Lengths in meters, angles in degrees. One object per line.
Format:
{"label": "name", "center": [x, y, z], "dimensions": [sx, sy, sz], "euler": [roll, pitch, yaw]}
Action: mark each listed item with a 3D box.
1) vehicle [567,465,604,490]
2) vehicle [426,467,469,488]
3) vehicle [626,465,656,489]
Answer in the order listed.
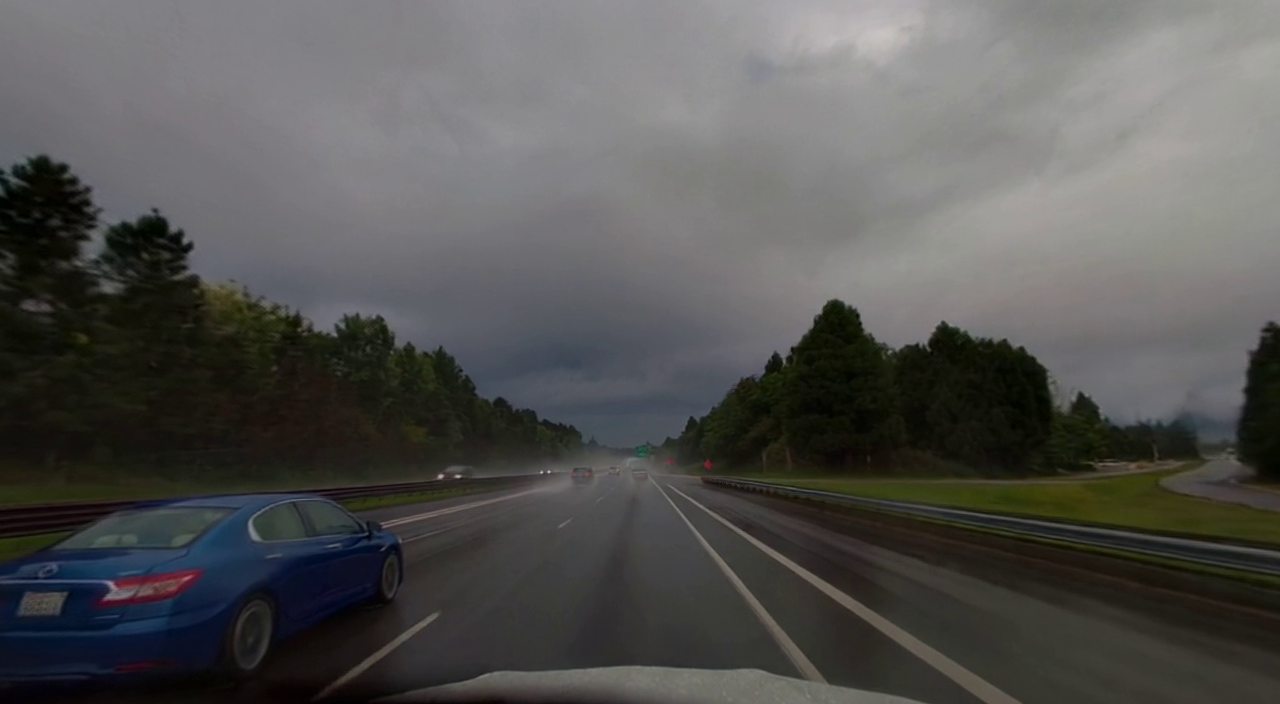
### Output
{"label": "vehicle", "center": [-3.527, 8.251, 41.492], "dimensions": [2.047, 1.523, 4.279], "euler": [1, -11, 1]}
{"label": "vehicle", "center": [-15.103, 9.856, 49.599], "dimensions": [1.869, 1.555, 4.274], "euler": [0, -11, 2]}
{"label": "vehicle", "center": [0.101, 8.999, 45.444], "dimensions": [2.065, 1.596, 3.869], "euler": [1, -11, 1]}
